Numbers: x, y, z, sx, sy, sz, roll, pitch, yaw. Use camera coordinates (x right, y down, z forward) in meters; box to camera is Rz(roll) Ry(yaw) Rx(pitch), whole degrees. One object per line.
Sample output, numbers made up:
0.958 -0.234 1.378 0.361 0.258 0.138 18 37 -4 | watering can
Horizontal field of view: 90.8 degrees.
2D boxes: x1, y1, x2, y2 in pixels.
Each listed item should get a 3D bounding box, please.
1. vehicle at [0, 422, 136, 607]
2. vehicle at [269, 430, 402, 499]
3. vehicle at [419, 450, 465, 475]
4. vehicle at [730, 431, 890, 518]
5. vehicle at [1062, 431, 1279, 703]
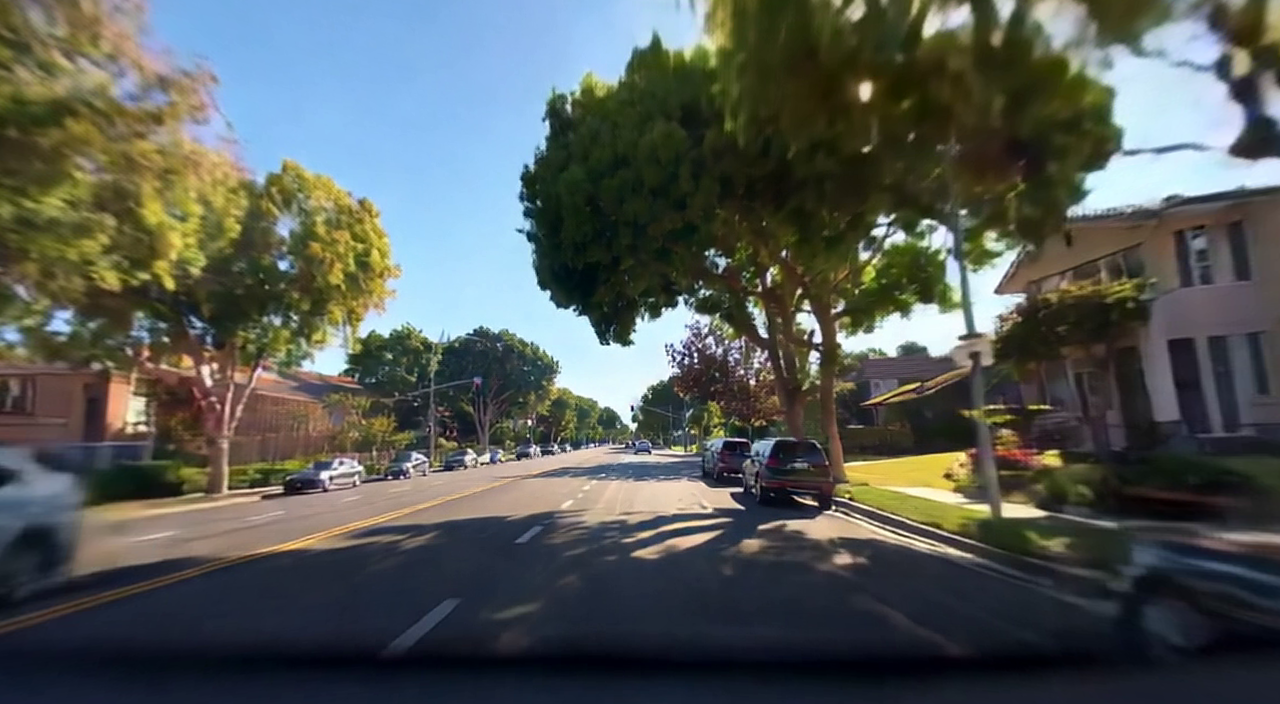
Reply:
-7.101 1.352 4.736 2.120 1.726 5.445 0 -9 0 | vehicle
-10.049 3.733 21.363 2.202 2.036 4.710 0 -9 -1 | vehicle
-13.968 7.780 44.819 1.876 1.495 4.647 -4 -9 -2 | vehicle
3.474 2.635 14.164 2.034 1.551 5.272 0 -9 -1 | vehicle
3.483 0.828 0.974 2.158 1.477 5.135 0 -9 1 | vehicle
